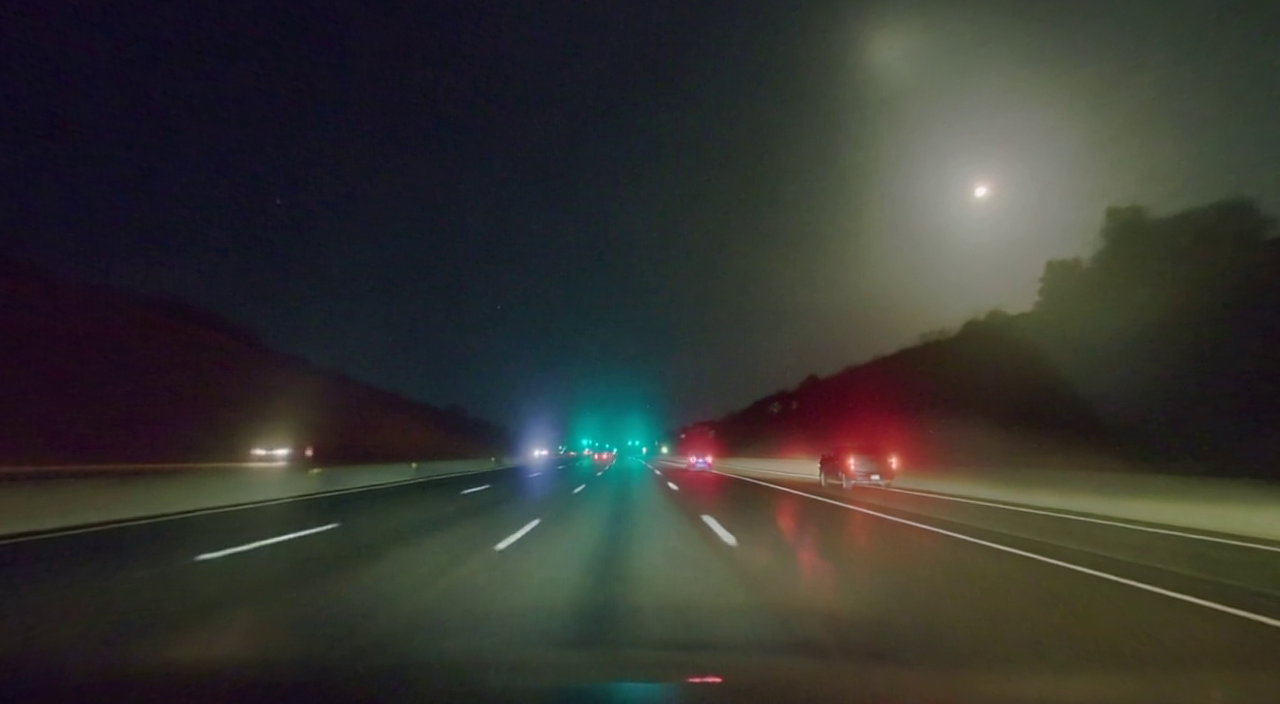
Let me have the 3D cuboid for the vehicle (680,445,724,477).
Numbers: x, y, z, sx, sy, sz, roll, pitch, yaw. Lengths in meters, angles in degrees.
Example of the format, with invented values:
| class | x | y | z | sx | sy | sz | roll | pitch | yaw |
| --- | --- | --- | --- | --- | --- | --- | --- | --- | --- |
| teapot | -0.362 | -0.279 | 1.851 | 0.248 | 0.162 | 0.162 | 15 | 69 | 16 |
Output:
| class | x | y | z | sx | sy | sz | roll | pitch | yaw |
| --- | --- | --- | --- | --- | --- | --- | --- | --- | --- |
| vehicle | 3.245 | 5.760 | 33.395 | 1.895 | 1.555 | 4.030 | 0 | -9 | 0 |
